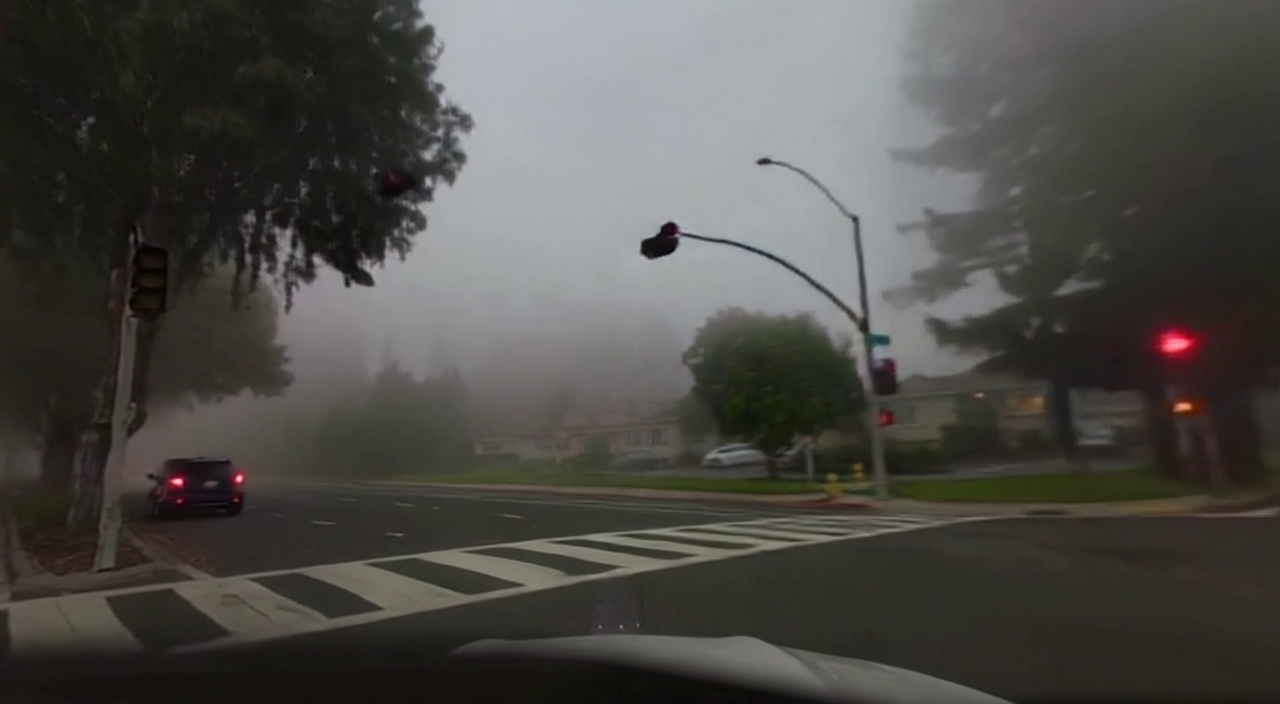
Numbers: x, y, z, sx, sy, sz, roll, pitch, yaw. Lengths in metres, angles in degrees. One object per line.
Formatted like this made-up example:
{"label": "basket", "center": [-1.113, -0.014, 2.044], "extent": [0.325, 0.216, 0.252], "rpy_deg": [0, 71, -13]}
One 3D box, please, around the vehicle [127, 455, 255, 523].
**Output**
{"label": "vehicle", "center": [-12.733, 3.749, 17.829], "extent": [4.247, 1.591, 2.093], "rpy_deg": [-8, -12, 44]}
